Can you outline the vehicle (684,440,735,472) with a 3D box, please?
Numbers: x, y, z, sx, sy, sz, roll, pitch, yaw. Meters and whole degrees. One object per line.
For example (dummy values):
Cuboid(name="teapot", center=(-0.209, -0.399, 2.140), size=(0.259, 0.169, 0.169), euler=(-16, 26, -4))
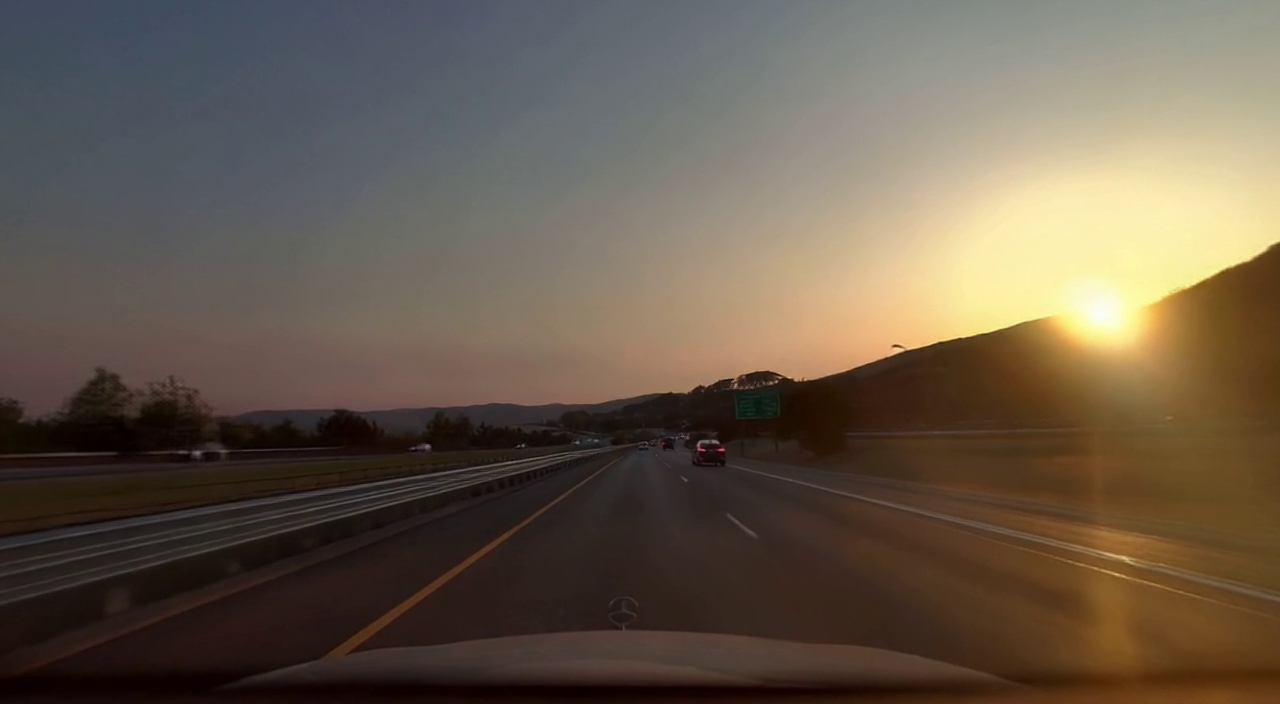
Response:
Cuboid(name="vehicle", center=(3.552, 5.420, 32.936), size=(2.044, 1.527, 4.658), euler=(0, -8, -1))
